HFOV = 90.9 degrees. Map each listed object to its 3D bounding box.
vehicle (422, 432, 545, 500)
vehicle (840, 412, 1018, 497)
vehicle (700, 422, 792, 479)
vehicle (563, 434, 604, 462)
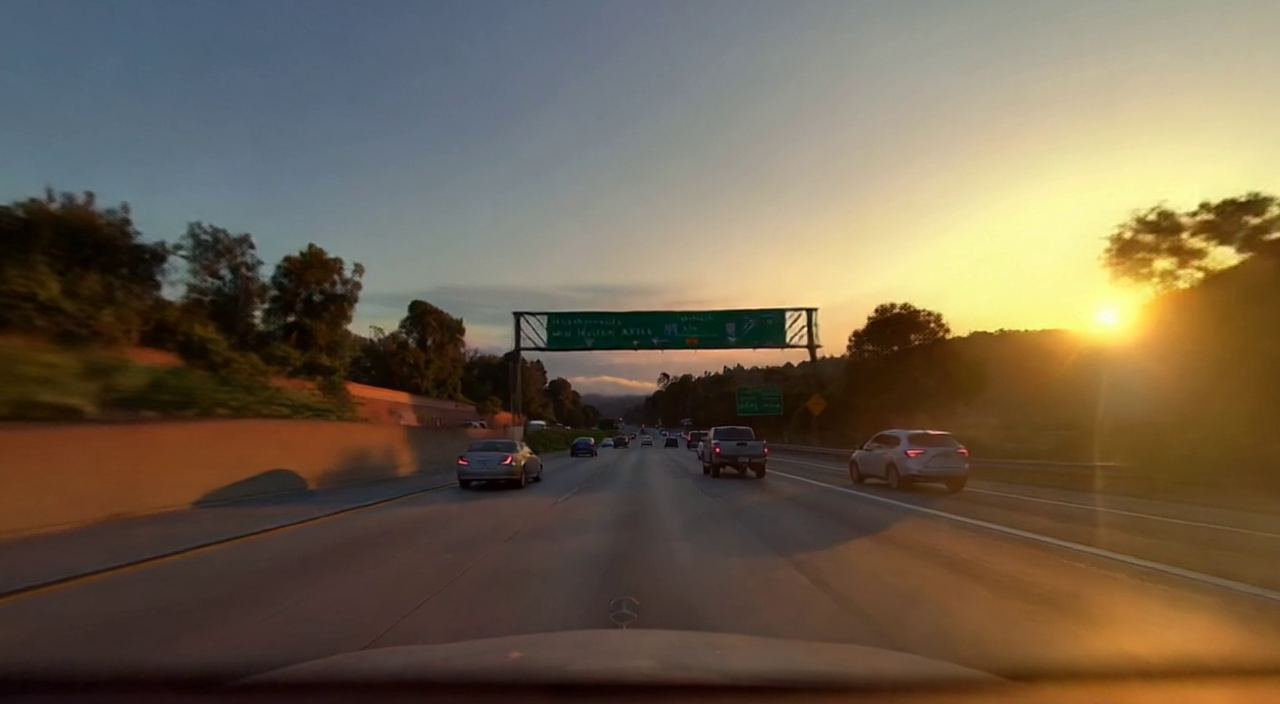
[{"bbox_3d":[-3.738,2.801,15.914,1.978,1.473,4.073,0,-8,1],"label":"vehicle"},{"bbox_3d":[7.686,2.827,17.685,2.291,1.968,5.662,0,-8,0],"label":"vehicle"},{"bbox_3d":[3.861,3.767,24.283,2.517,1.935,5.552,0,-8,-1],"label":"vehicle"},{"bbox_3d":[-3.375,5.844,38.408,2.020,1.628,4.248,0,-8,2],"label":"vehicle"}]
